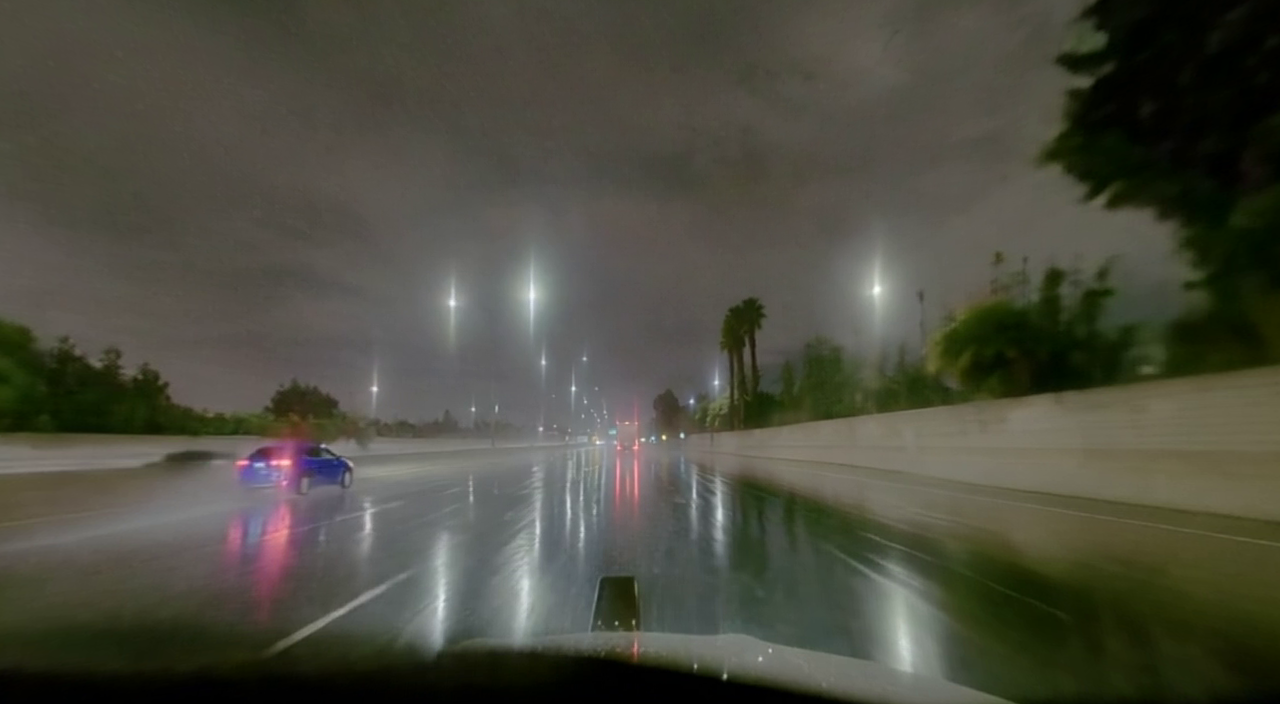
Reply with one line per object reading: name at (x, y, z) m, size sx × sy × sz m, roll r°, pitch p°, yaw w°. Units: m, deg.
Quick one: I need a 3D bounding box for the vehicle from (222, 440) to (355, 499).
vehicle at (-11.013, 3.665, 20.178) m, size 1.897 × 1.653 × 4.113 m, roll 0°, pitch -8°, yaw -1°
